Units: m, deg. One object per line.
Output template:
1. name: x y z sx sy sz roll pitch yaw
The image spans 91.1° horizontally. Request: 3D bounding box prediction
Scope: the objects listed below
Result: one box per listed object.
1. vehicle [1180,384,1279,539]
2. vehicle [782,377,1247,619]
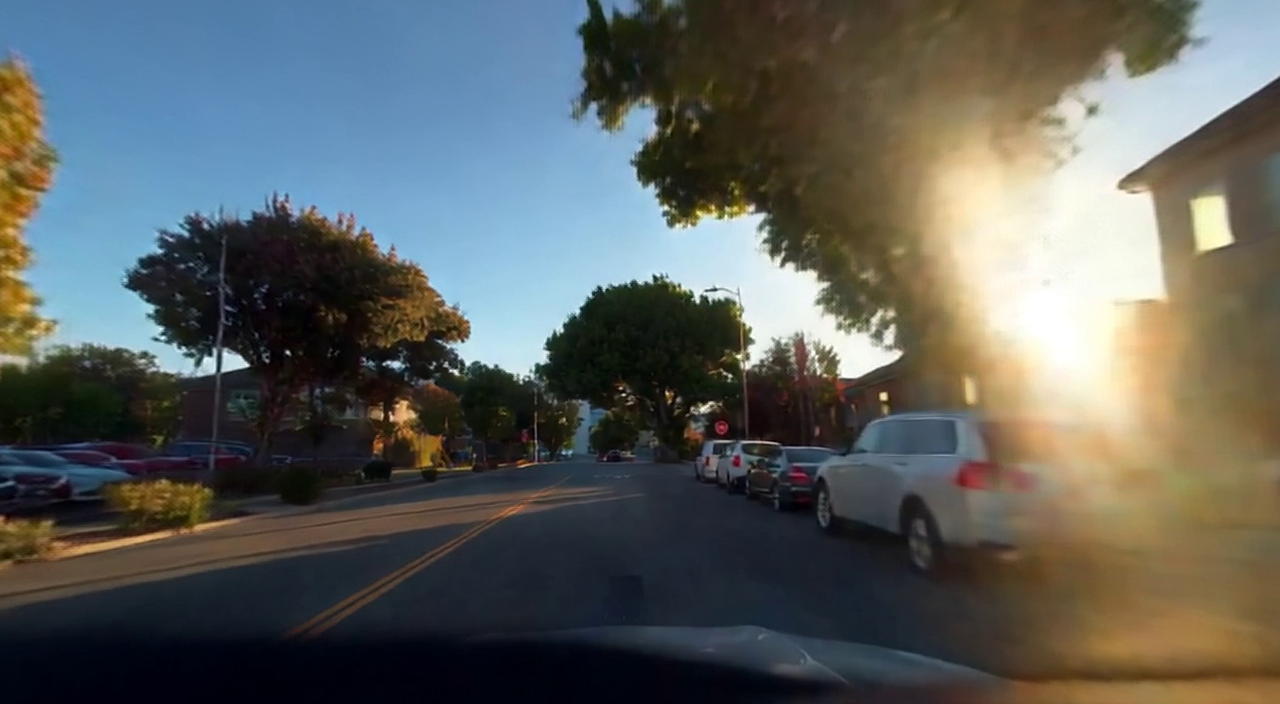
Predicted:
1. vehicle: 9.010 1.116 5.983 2.282 1.893 6.027 -2 -7 -1
2. vehicle: 3.764 1.623 8.170 2.292 1.974 5.853 0 -8 -2
